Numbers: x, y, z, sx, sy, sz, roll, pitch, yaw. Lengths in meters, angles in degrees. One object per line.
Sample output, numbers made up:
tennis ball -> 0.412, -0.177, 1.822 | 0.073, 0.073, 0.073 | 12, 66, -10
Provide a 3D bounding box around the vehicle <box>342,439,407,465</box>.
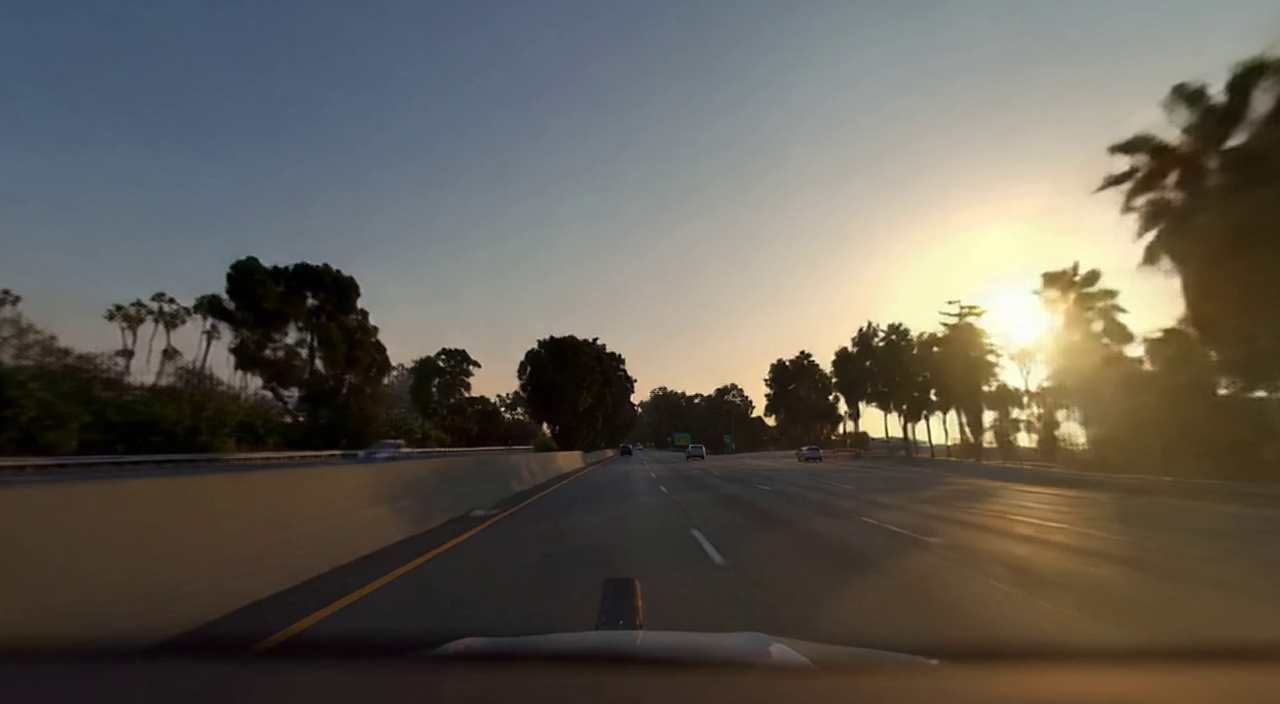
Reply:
vehicle -> -16.514, 6.267, 39.593 | 1.950, 1.477, 4.792 | 0, -9, 0
